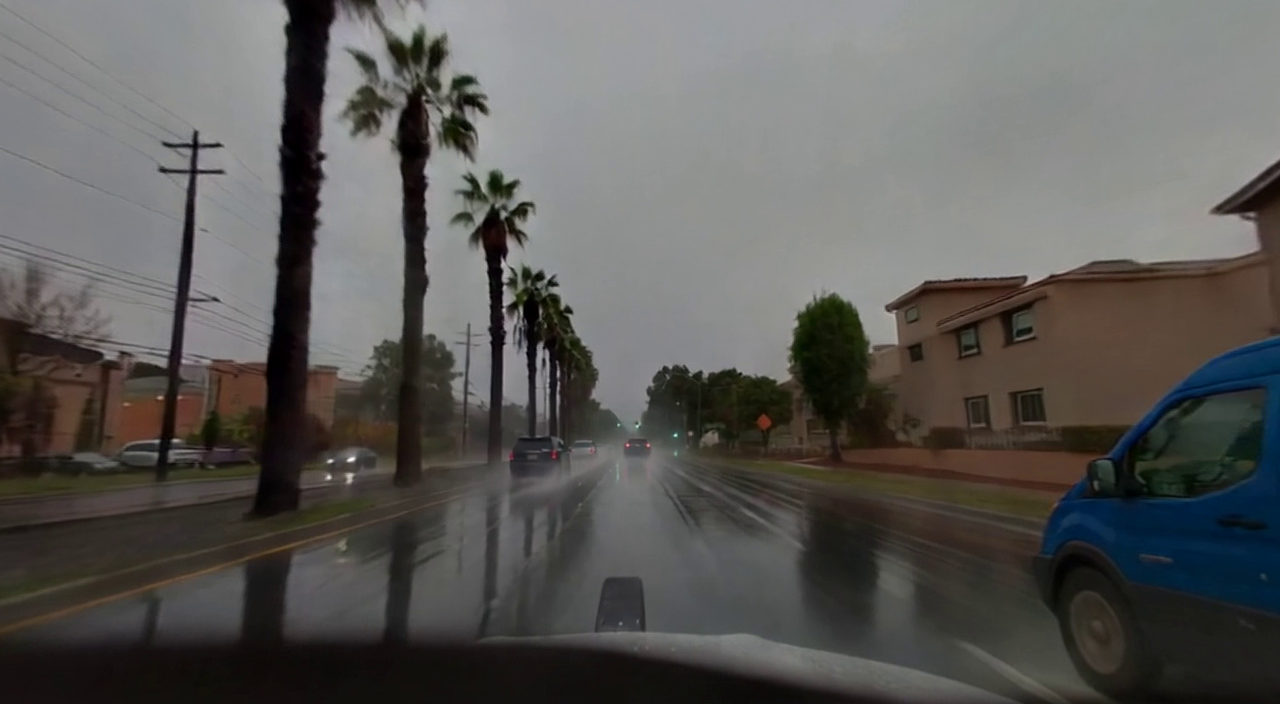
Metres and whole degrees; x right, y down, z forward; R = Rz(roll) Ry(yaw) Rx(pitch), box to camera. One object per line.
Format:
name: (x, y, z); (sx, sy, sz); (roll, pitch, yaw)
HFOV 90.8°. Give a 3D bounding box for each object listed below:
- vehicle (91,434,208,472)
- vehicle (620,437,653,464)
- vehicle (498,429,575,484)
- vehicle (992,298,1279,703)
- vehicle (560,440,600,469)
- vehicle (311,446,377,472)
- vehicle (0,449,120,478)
vehicle: (-30.264, 6.233, 39.085); (5.583, 2.103, 2.086); (-1, -6, 2)
vehicle: (-0.275, 6.729, 43.447); (2.191, 1.761, 3.857); (0, -8, -2)
vehicle: (-3.482, 3.611, 22.020); (1.967, 1.703, 4.157); (0, -8, 0)
vehicle: (3.699, 0.678, 2.075); (2.234, 1.912, 4.847); (0, -8, 0)
vehicle: (-3.219, 5.587, 34.662); (1.869, 1.454, 4.142); (0, -8, -1)
vehicle: (-18.729, 6.776, 40.226); (1.911, 1.479, 4.713); (0, -8, 1)
vehicle: (-30.509, 5.854, 33.258); (4.474, 1.393, 1.920); (1, -7, -1)
